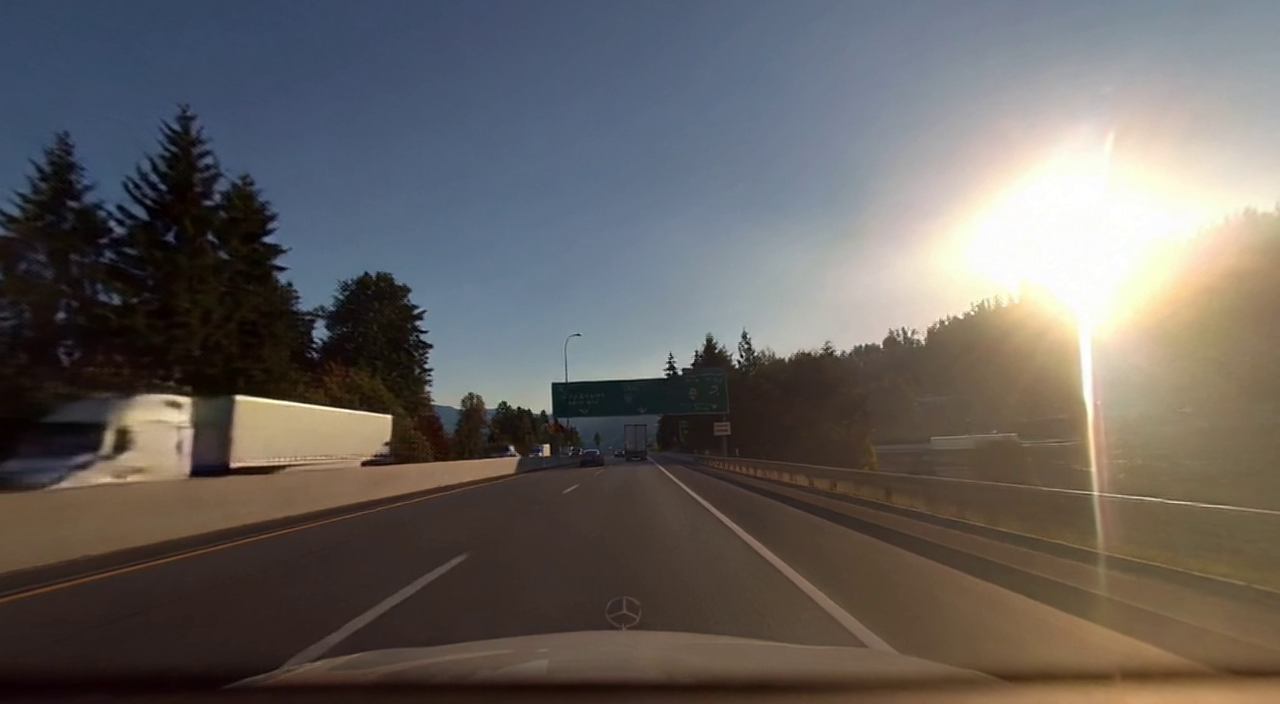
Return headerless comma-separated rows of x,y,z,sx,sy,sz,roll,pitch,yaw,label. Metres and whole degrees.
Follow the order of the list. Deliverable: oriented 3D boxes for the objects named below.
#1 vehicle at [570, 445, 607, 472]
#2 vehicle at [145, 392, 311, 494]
-3.401,7.095,42.242,2.081,1.682,4.425,0,-9,0,vehicle
-17.236,3.916,27.032,3.005,3.872,5.858,0,-9,0,vehicle
